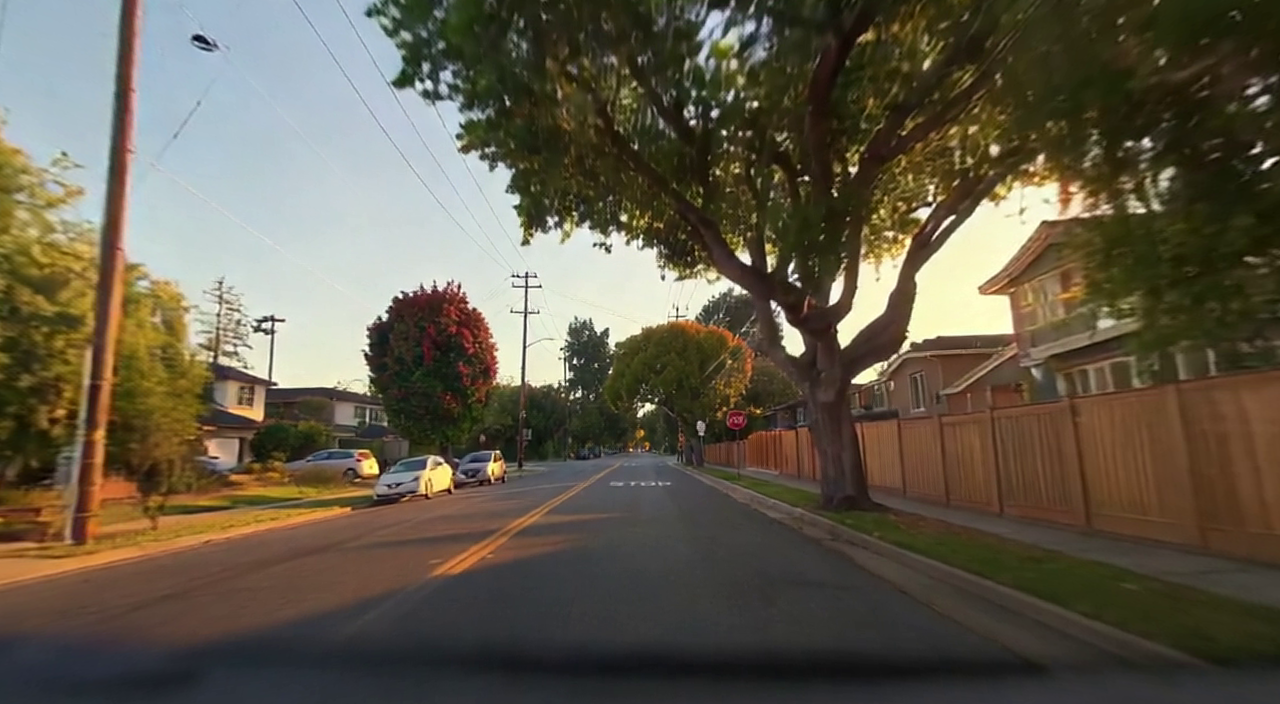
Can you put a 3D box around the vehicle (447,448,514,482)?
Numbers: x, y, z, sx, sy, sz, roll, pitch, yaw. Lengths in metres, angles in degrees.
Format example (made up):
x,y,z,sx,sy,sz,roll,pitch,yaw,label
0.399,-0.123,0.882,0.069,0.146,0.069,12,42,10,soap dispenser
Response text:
x,y,z,sx,sy,sz,roll,pitch,yaw,label
-8.465,5.980,33.851,2.047,1.679,3.948,-1,-9,8,vehicle

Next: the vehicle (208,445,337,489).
x,y,z,sx,sy,sz,roll,pitch,yaw,label
-16.223,5.071,28.109,4.364,1.802,2.122,1,-9,-7,vehicle

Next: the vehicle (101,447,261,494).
x,y,z,sx,sy,sz,roll,pitch,yaw,label
-17.967,4.625,25.021,4.539,1.737,2.098,2,-9,-14,vehicle

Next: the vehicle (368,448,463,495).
x,y,z,sx,sy,sz,roll,pitch,yaw,label
-8.548,4.556,24.491,1.950,1.627,4.027,-1,-8,4,vehicle
